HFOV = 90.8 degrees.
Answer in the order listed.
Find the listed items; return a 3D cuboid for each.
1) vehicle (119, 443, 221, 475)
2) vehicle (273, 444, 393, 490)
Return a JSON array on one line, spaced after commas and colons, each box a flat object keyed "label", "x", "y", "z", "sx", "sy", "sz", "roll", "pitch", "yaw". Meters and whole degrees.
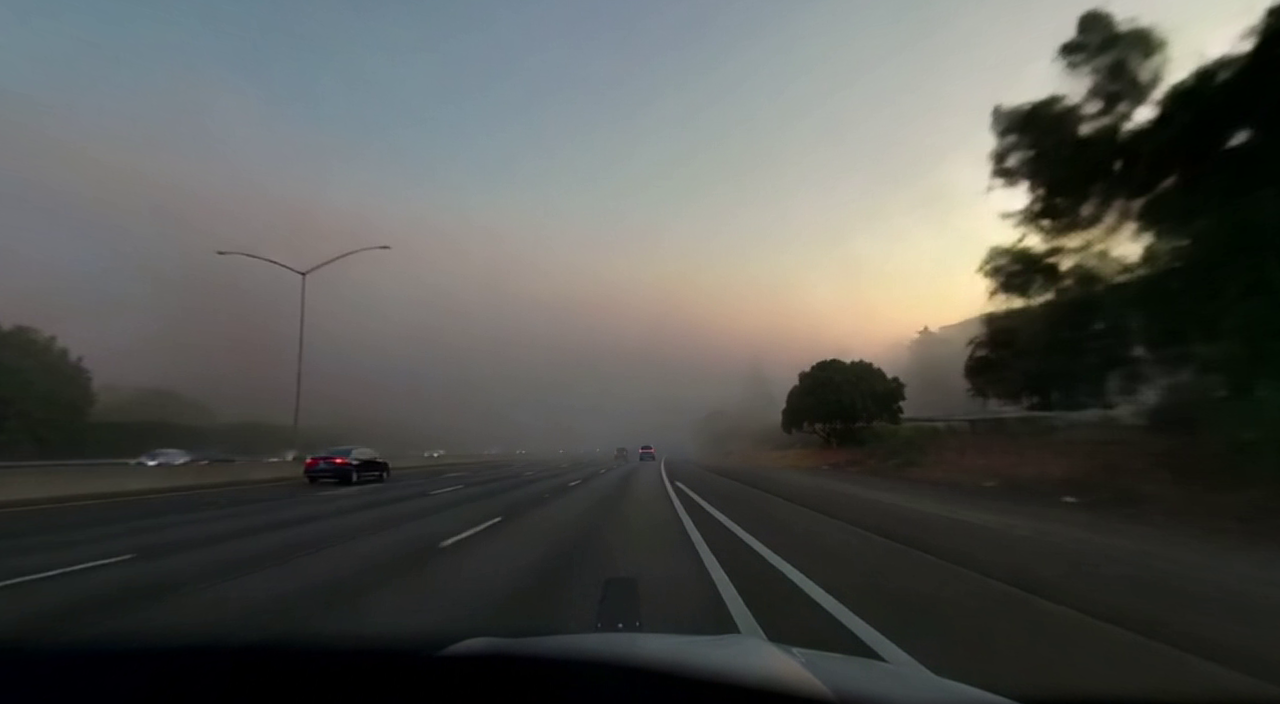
[{"label": "vehicle", "x": -25.941, "y": 5.906, "z": 35.130, "sx": 1.973, "sy": 1.582, "sz": 4.704, "roll": -1, "pitch": -9, "yaw": 2}, {"label": "vehicle", "x": -10.686, "y": 4.015, "z": 22.420, "sx": 1.914, "sy": 1.440, "sz": 4.467, "roll": -1, "pitch": -9, "yaw": 1}]
